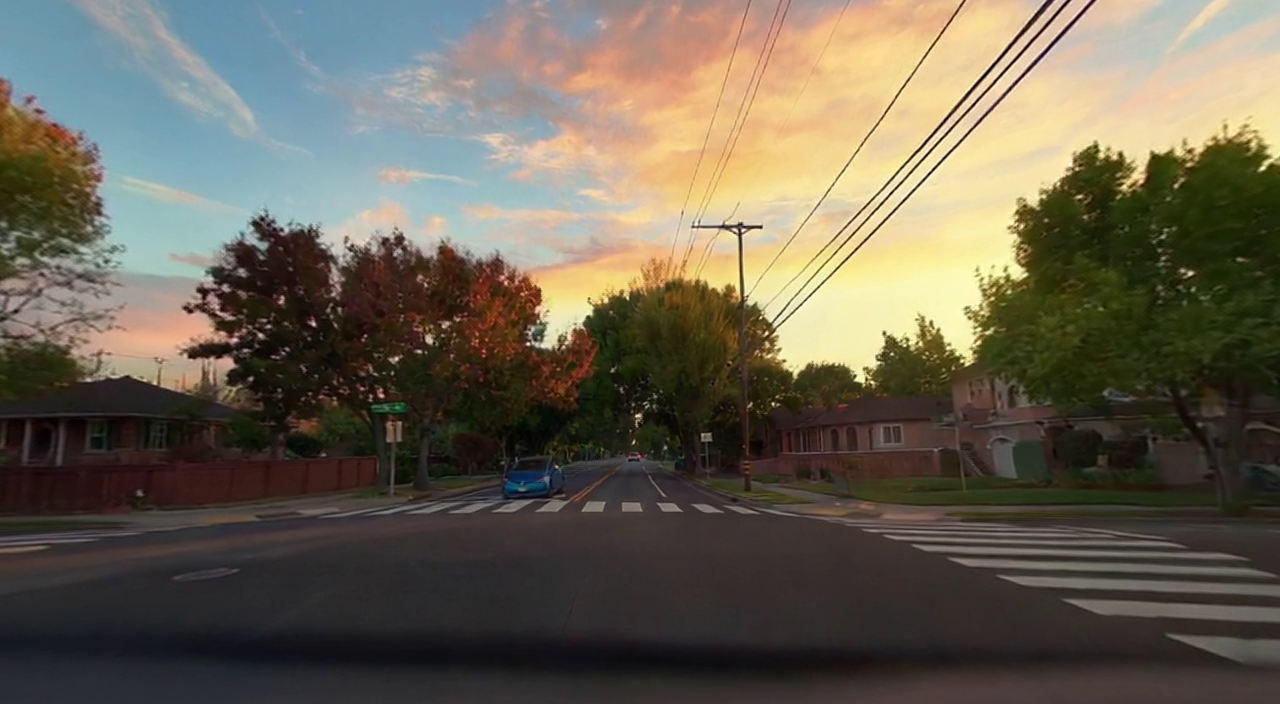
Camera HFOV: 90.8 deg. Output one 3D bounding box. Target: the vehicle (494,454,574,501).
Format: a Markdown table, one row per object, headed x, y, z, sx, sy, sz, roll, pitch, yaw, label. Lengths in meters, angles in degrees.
| x | y | z | sx | sy | sz | roll | pitch | yaw | label |
| --- | --- | --- | --- | --- | --- | --- | --- | --- | --- |
| -3.700 | 4.449 | 22.791 | 2.102 | 1.463 | 4.024 | 0 | -9 | 1 | vehicle |
